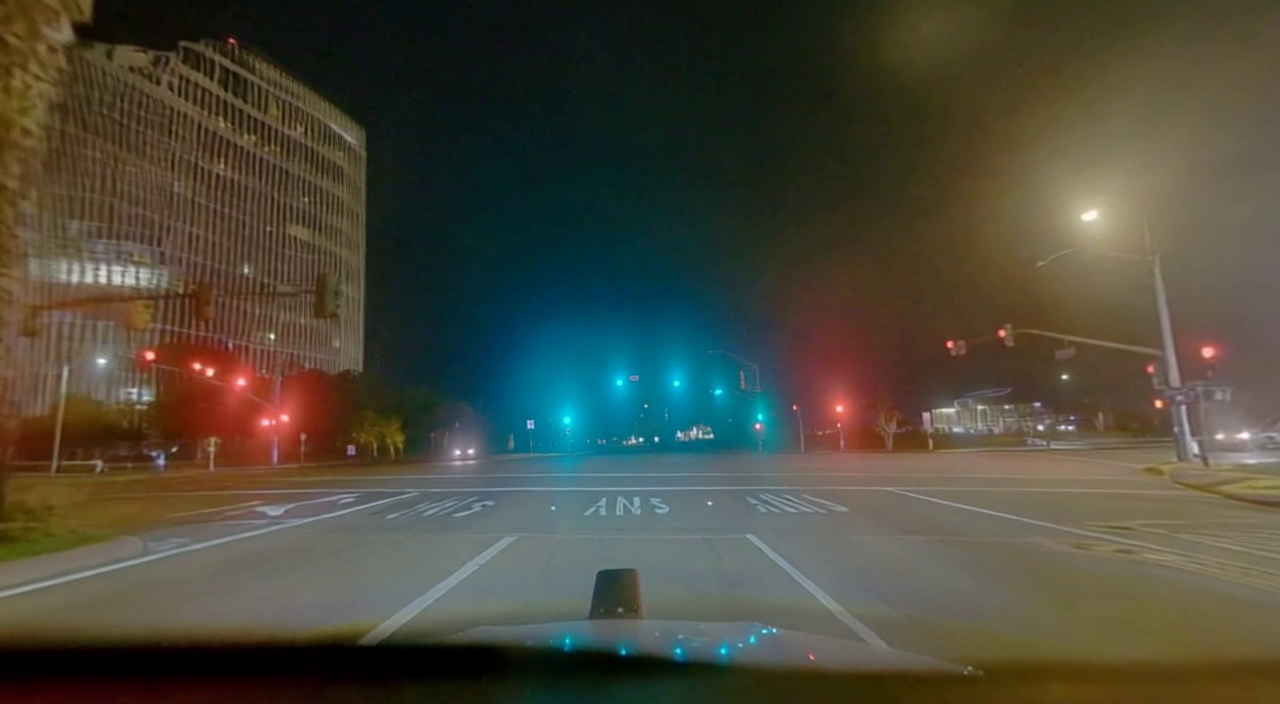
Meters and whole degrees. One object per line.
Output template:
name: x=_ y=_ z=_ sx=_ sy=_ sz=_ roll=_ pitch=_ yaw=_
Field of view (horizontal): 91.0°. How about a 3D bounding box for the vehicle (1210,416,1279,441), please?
vehicle: x=48.866 y=6.134 z=49.972 sx=1.950 sy=1.830 sz=5.267 roll=1 pitch=-9 yaw=-6
